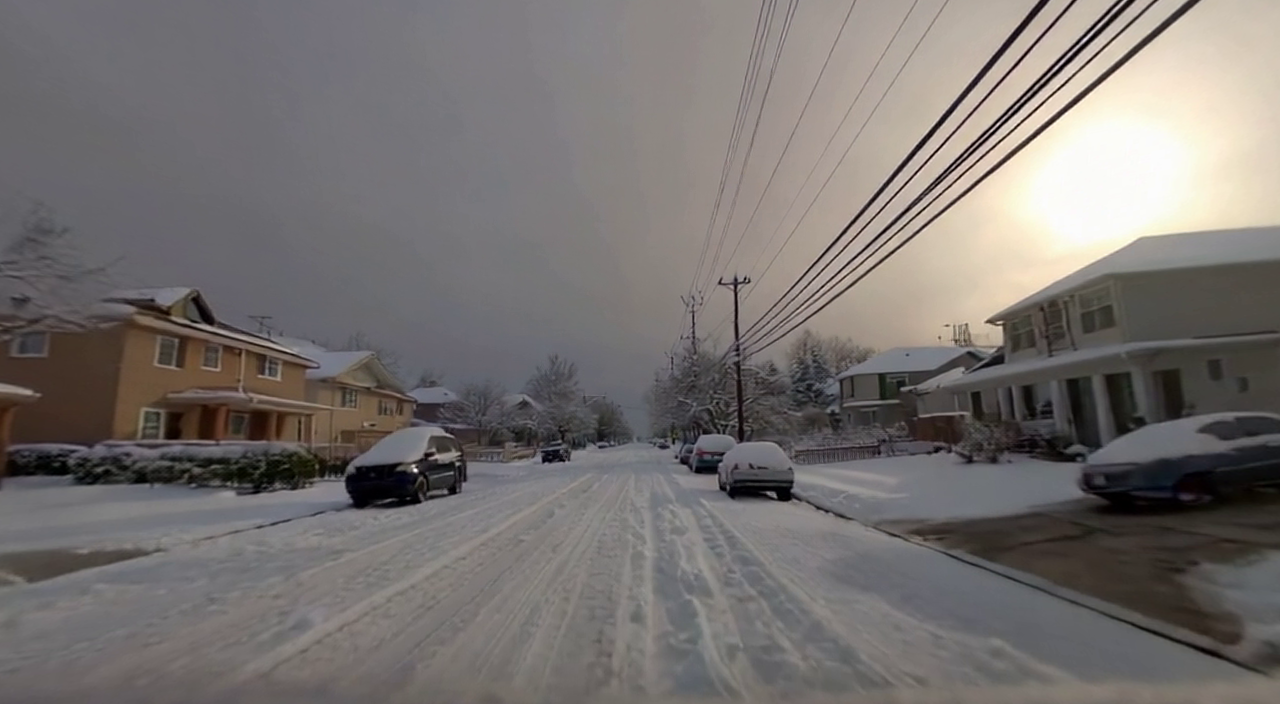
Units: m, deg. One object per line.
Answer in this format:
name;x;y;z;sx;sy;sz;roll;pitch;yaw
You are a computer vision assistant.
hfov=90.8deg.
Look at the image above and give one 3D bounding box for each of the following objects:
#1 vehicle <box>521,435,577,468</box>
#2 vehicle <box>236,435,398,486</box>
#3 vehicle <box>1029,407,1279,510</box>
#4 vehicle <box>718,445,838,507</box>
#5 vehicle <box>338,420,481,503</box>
vehicle;-5.887;6.598;41.570;2.398;1.910;5.999;-3;-11;4
vehicle;-11.286;3.822;22.365;4.529;1.677;2.204;0;-8;1
vehicle;9.454;1.768;10.690;4.210;1.541;2.260;0;-8;2
vehicle;3.151;2.896;15.260;1.827;1.286;3.684;1;-8;-4
vehicle;-6.177;3.115;17.652;2.156;1.932;4.518;-2;-11;2
